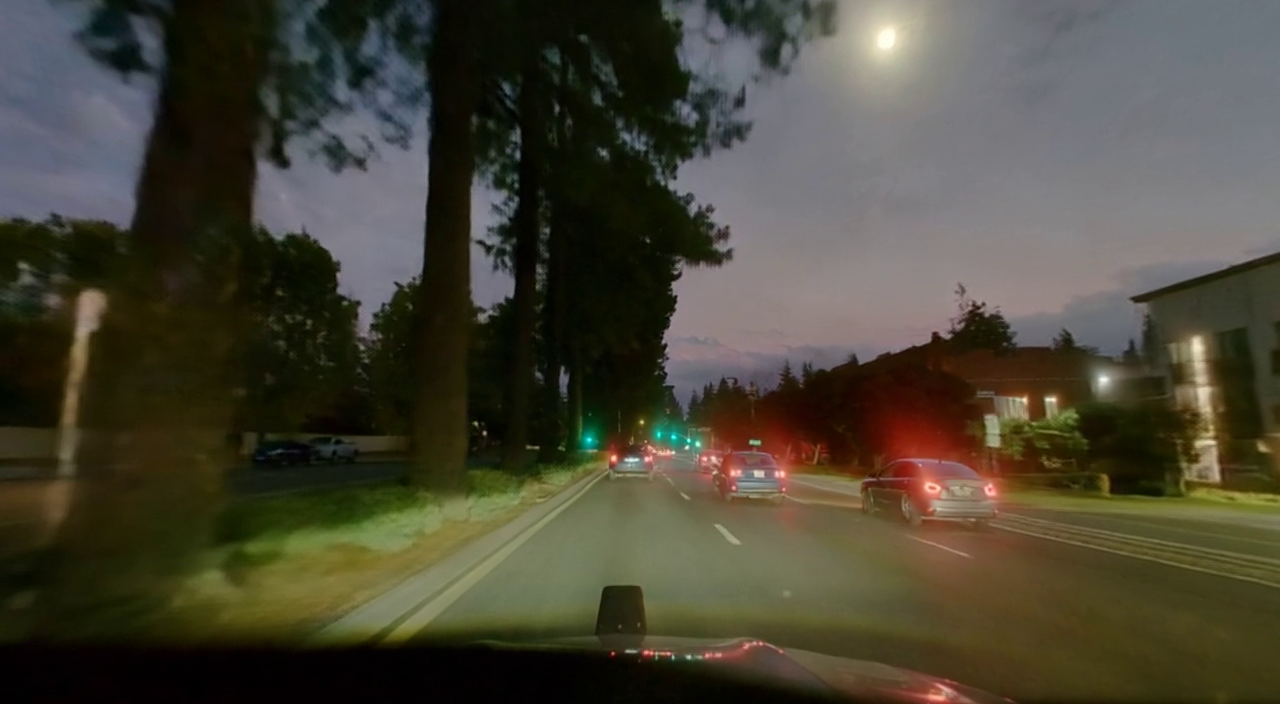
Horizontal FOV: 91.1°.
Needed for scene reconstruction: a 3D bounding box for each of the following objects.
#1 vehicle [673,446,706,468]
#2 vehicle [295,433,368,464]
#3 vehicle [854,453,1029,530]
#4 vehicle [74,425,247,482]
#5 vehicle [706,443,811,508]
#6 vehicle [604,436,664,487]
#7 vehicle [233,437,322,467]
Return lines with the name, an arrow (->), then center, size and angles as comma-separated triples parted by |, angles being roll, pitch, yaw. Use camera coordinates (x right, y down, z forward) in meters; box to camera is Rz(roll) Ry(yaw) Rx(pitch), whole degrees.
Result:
vehicle -> 3.484, 7.508, 44.940 | 2.012, 1.462, 4.163 | 0, -8, -1
vehicle -> -19.127, 6.005, 39.200 | 2.043, 1.707, 4.798 | 3, -9, 0
vehicle -> 6.745, 3.125, 14.658 | 1.944, 1.458, 4.268 | 0, -8, 0
vehicle -> -15.930, 3.397, 21.256 | 2.100, 1.708, 4.567 | 0, -8, 2
vehicle -> 3.020, 3.236, 16.965 | 1.932, 1.510, 4.168 | 0, -8, -1
vehicle -> -0.206, 3.988, 23.164 | 2.008, 1.674, 4.239 | 0, -8, 0
vehicle -> -19.006, 5.262, 33.198 | 1.905, 1.428, 4.637 | 0, -8, 0
